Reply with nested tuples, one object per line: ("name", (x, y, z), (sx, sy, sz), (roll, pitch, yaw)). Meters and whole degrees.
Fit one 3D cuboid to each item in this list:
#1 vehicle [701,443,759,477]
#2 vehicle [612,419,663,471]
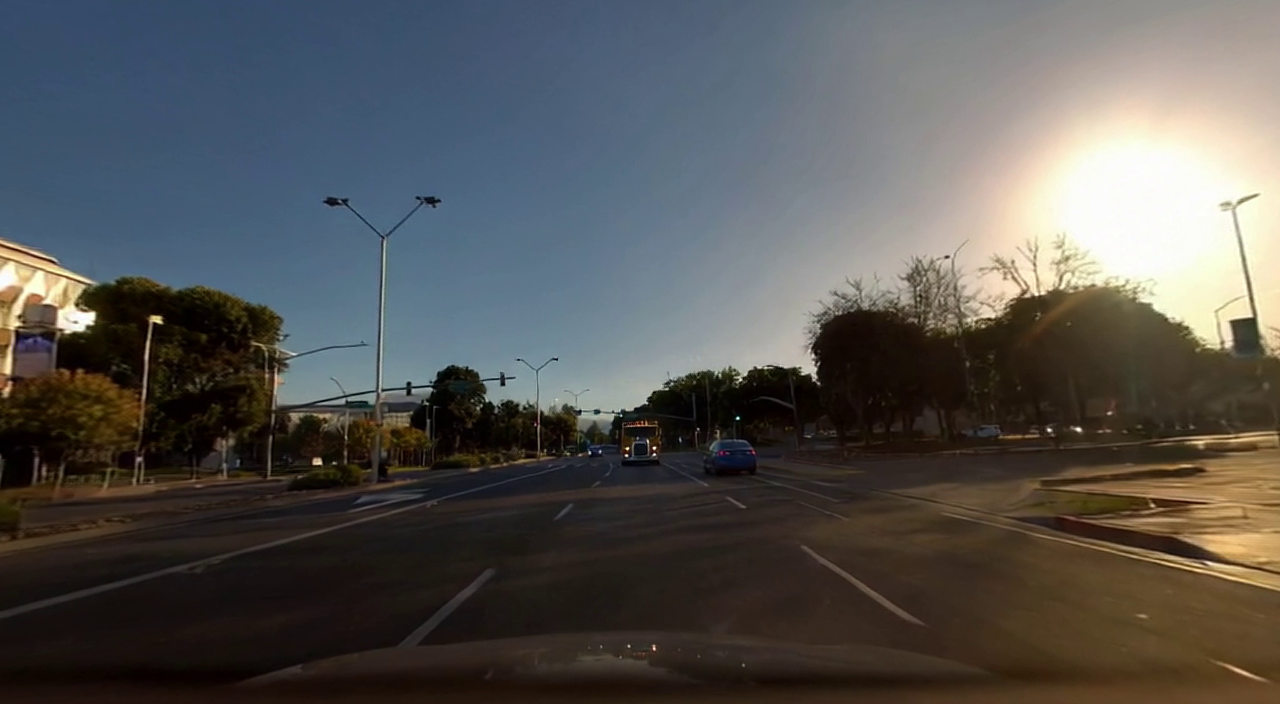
("vehicle", (4.229, 5.140, 30.336), (2.005, 1.442, 4.675), (0, -8, -1))
("vehicle", (-0.161, 5.672, 38.451), (2.833, 2.879, 6.572), (0, -8, 0))
